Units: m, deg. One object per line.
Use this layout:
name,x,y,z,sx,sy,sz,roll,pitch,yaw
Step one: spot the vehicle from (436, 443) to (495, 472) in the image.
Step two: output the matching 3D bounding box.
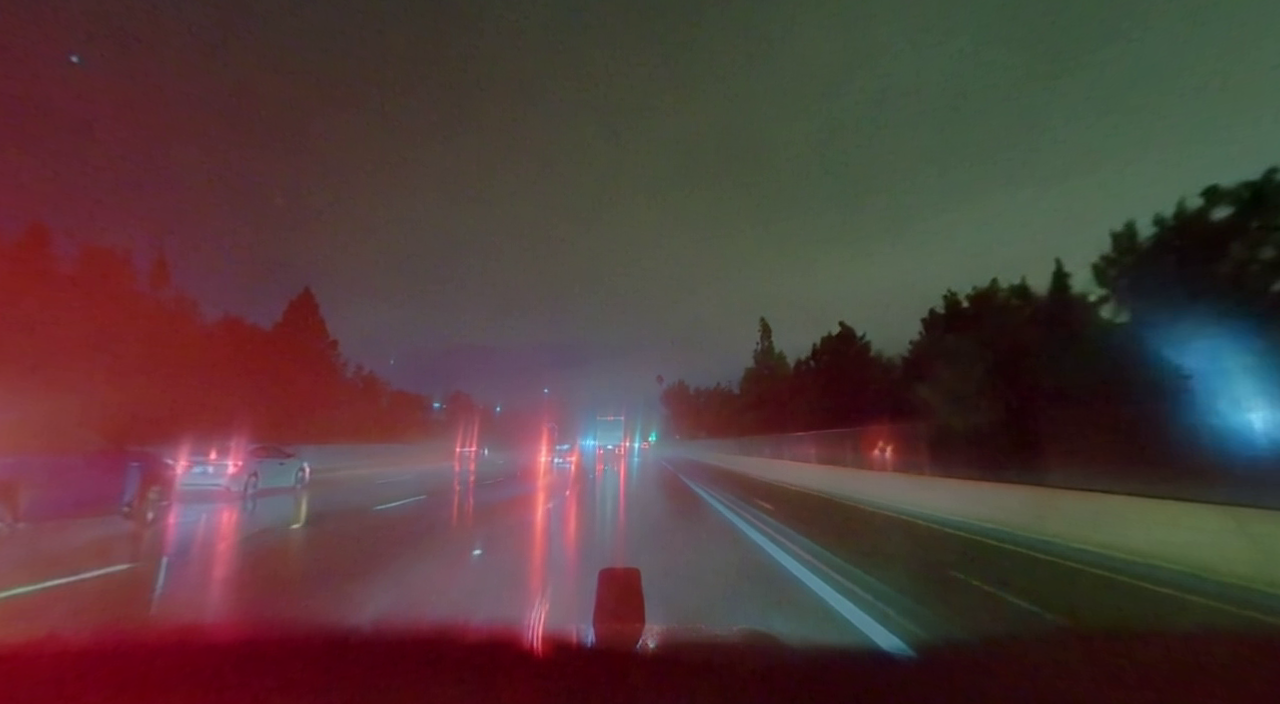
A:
vehicle,-9.825,5.968,35.770,2.036,1.506,4.358,0,-9,1

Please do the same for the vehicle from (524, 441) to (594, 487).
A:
vehicle,-2.890,4.105,23.402,1.931,1.528,4.126,0,-9,2

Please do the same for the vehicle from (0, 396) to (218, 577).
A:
vehicle,-7.395,1.369,6.499,2.115,1.778,5.572,0,-9,1
